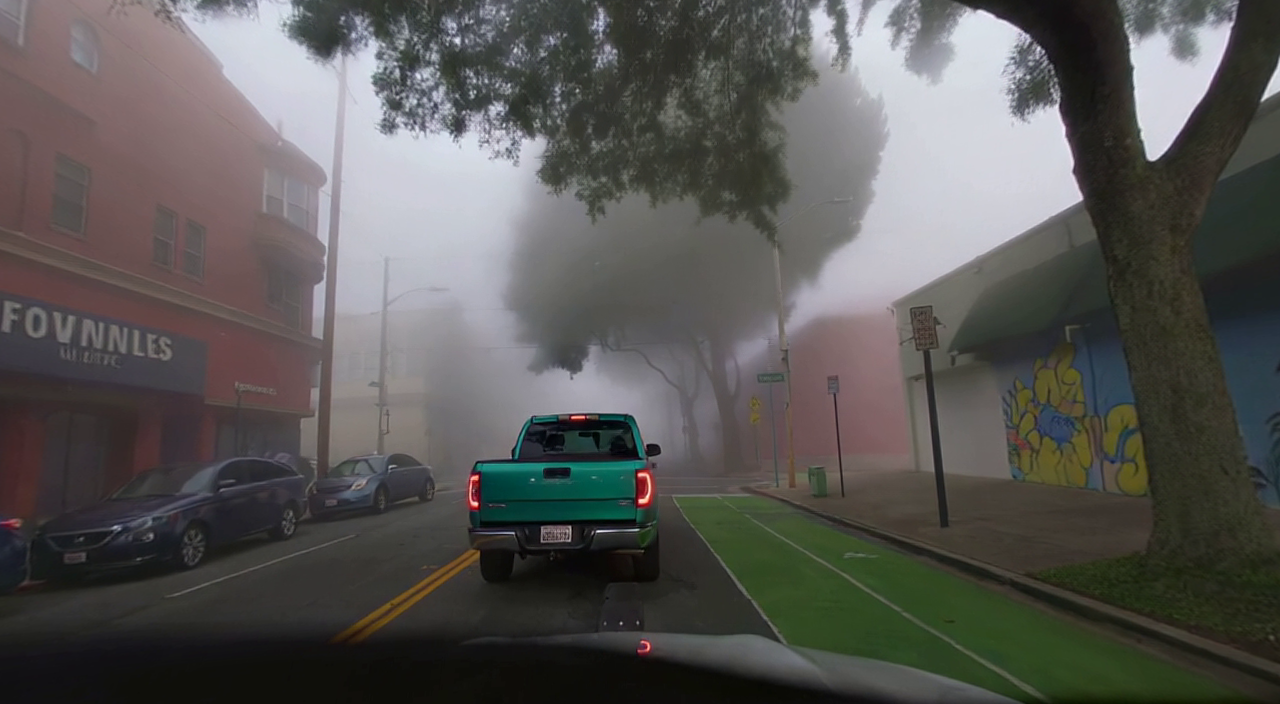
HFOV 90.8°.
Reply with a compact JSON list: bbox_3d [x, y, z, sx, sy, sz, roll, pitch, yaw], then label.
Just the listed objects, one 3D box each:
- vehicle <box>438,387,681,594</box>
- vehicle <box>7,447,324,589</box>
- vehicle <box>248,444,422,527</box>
[{"bbox_3d":[-0.711,1.607,8.169,2.215,1.882,4.611,0,-8,1],"label":"vehicle"},{"bbox_3d":[-7.208,2.456,10.383,1.882,1.686,4.489,-2,-8,-3],"label":"vehicle"},{"bbox_3d":[-7.399,3.227,16.069,1.884,1.730,5.076,0,-8,0],"label":"vehicle"}]
